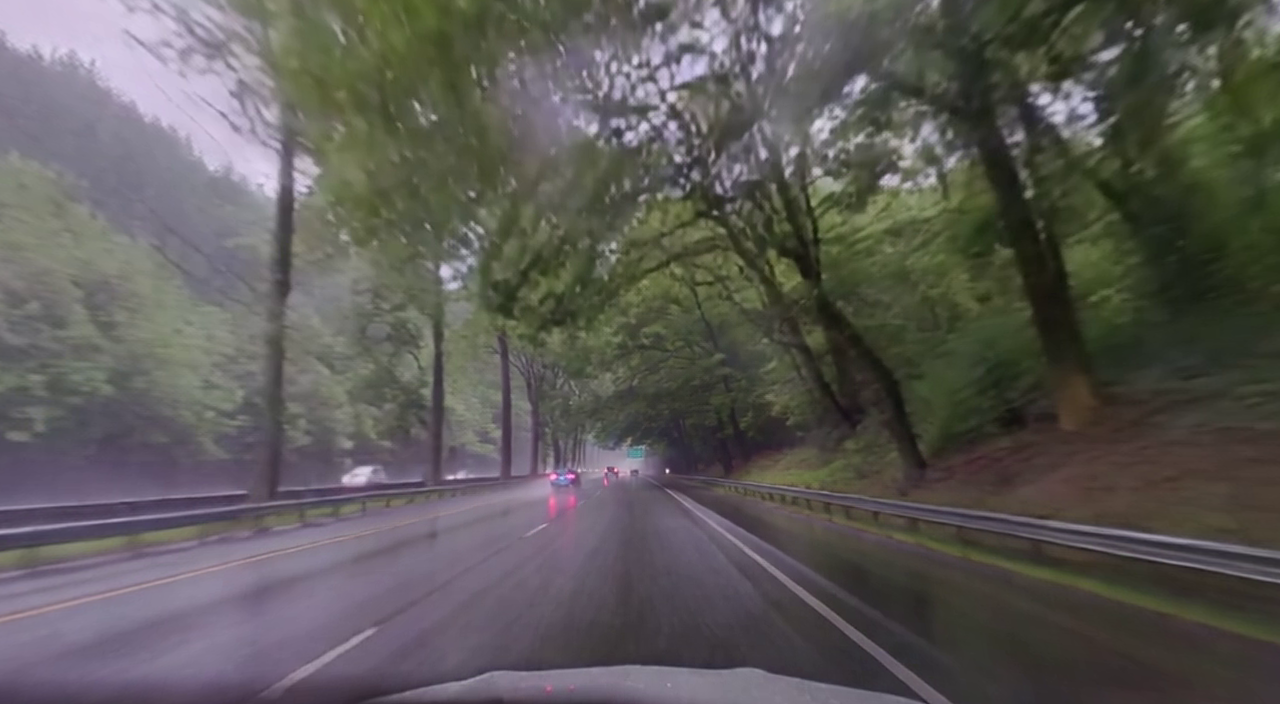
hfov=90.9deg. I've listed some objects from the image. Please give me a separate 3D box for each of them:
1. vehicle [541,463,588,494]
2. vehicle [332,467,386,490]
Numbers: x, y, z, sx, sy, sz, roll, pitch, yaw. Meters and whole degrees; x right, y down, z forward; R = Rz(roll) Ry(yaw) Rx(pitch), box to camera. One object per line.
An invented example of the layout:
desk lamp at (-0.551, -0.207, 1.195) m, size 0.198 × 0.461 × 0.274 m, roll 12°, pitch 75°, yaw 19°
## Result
vehicle at (-3.974, 6.779, 33.815) m, size 1.954 × 1.509 × 4.094 m, roll 0°, pitch -11°, yaw 1°
vehicle at (-20.949, 9.464, 47.153) m, size 1.889 × 1.591 × 4.871 m, roll 1°, pitch -11°, yaw -1°
